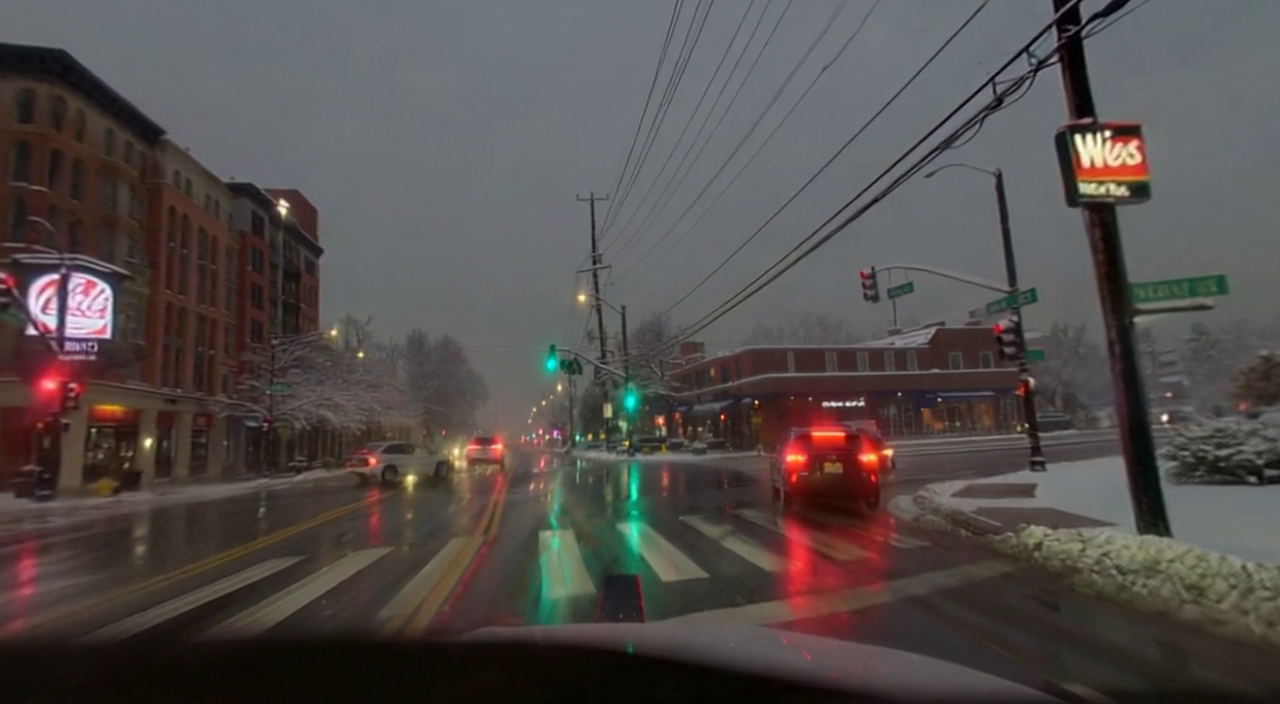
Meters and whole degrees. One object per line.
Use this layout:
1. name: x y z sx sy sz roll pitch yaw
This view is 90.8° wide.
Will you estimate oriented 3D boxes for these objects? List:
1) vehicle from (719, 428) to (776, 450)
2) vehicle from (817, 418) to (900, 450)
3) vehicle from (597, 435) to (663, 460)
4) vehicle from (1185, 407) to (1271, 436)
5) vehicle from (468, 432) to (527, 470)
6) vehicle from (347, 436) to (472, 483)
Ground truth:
1. vehicle: 7.557 6.181 44.645 1.866 1.430 3.901 5 -10 -31
2. vehicle: 12.745 4.828 36.889 4.474 1.788 2.039 4 -10 -29
3. vehicle: -0.746 6.958 46.160 4.506 1.733 1.857 2 -9 -14
4. vehicle: 33.161 3.963 35.628 4.707 1.487 1.907 4 -9 -27
5. vehicle: -7.030 4.929 31.594 2.105 1.761 4.292 0 -8 -3
6. vehicle: -8.637 4.058 24.119 2.166 1.579 4.300 -3 -9 19
